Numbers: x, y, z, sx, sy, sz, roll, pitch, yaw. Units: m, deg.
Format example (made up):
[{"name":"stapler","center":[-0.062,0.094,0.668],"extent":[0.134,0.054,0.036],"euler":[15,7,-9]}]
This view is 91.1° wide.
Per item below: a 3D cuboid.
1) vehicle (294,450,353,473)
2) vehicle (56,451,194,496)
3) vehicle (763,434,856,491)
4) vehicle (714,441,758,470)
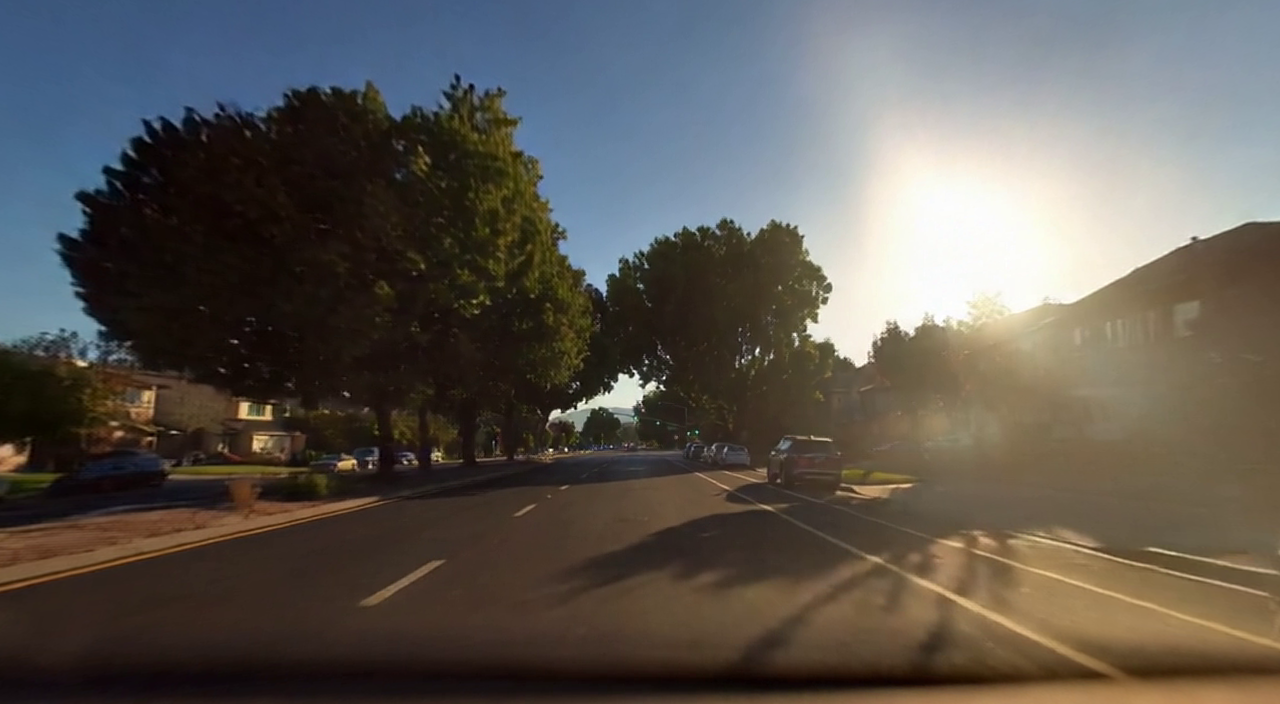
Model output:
[{"name":"vehicle","center":[-22.302,7.717,44.484],"extent":[1.883,1.450,4.659],"euler":[1,-9,-2]},{"name":"vehicle","center":[-22.002,5.161,27.094],"extent":[1.911,1.473,4.610],"euler":[-1,-6,3]},{"name":"vehicle","center":[5.895,3.890,22.453],"extent":[2.004,1.816,4.585],"euler":[0,-9,0]},{"name":"vehicle","center":[5.972,6.507,39.609],"extent":[1.918,1.662,4.393],"euler":[1,-9,-2]}]
